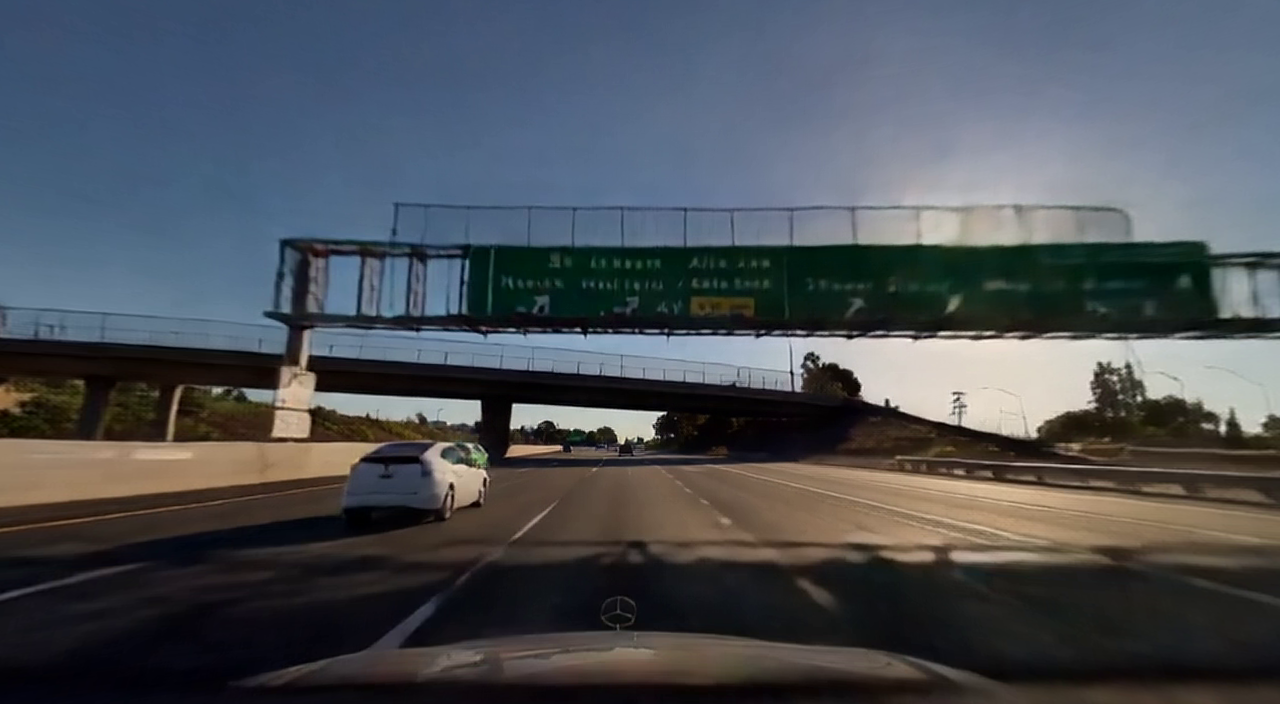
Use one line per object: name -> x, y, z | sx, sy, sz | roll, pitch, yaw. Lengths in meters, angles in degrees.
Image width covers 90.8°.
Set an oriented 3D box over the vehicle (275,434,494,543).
vehicle -> -4.123, 2.258, 11.158 | 2.050, 1.507, 4.316 | 0, -8, 0
